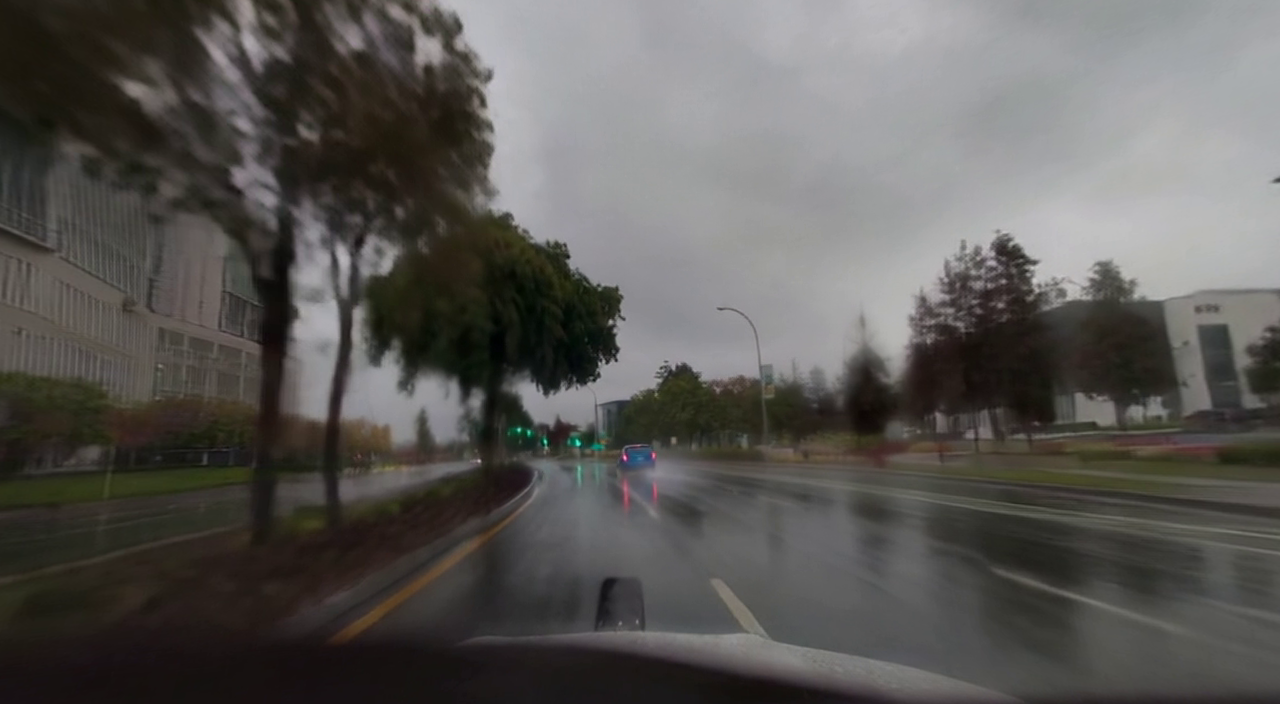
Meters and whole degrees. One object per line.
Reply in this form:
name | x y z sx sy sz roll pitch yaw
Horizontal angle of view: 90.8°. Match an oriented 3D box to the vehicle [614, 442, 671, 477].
vehicle | 0.023 5.460 32.441 2.165 1.633 4.381 1 -9 -10
